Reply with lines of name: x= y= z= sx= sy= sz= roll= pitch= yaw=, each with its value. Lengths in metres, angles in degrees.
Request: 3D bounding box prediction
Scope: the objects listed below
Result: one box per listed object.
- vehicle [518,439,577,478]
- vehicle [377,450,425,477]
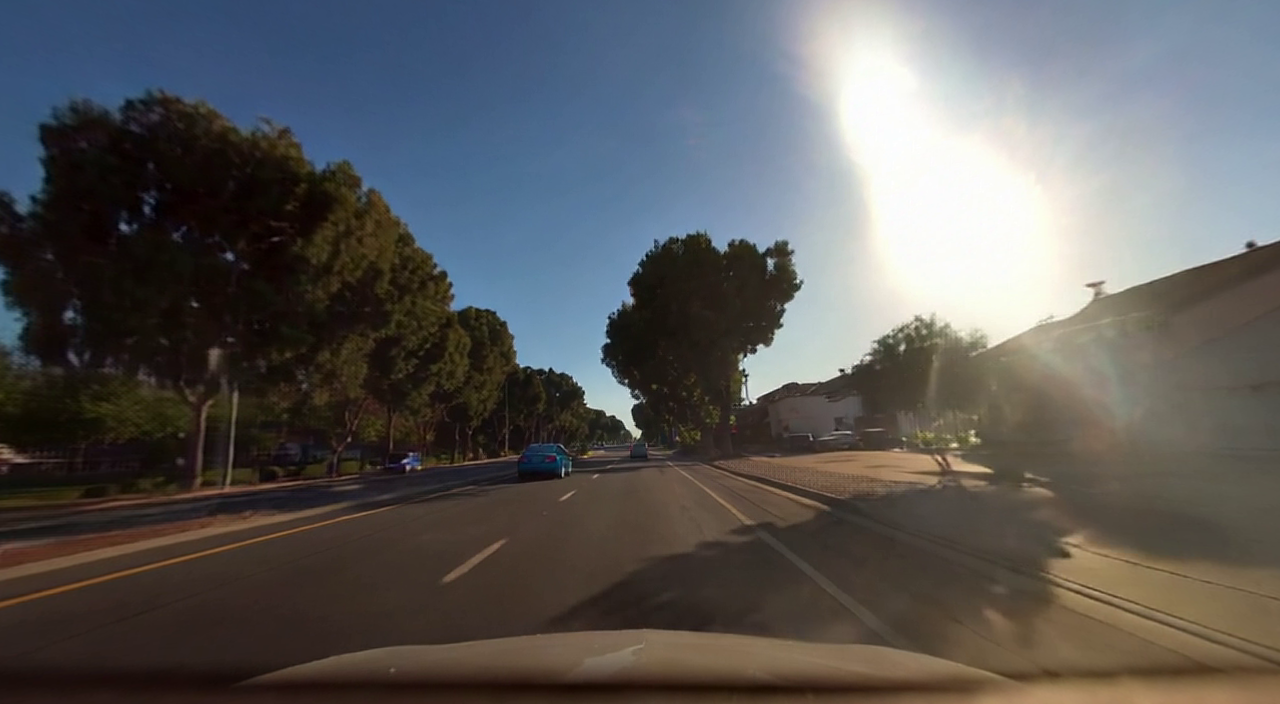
vehicle: x=-4.056 y=4.739 z=28.321 sx=1.914 sy=1.630 sz=4.351 roll=0 pitch=-8 yaw=1
vehicle: x=-15.890 y=7.402 z=42.093 sx=1.783 sy=1.610 sz=3.836 roll=0 pitch=-8 yaw=-1
